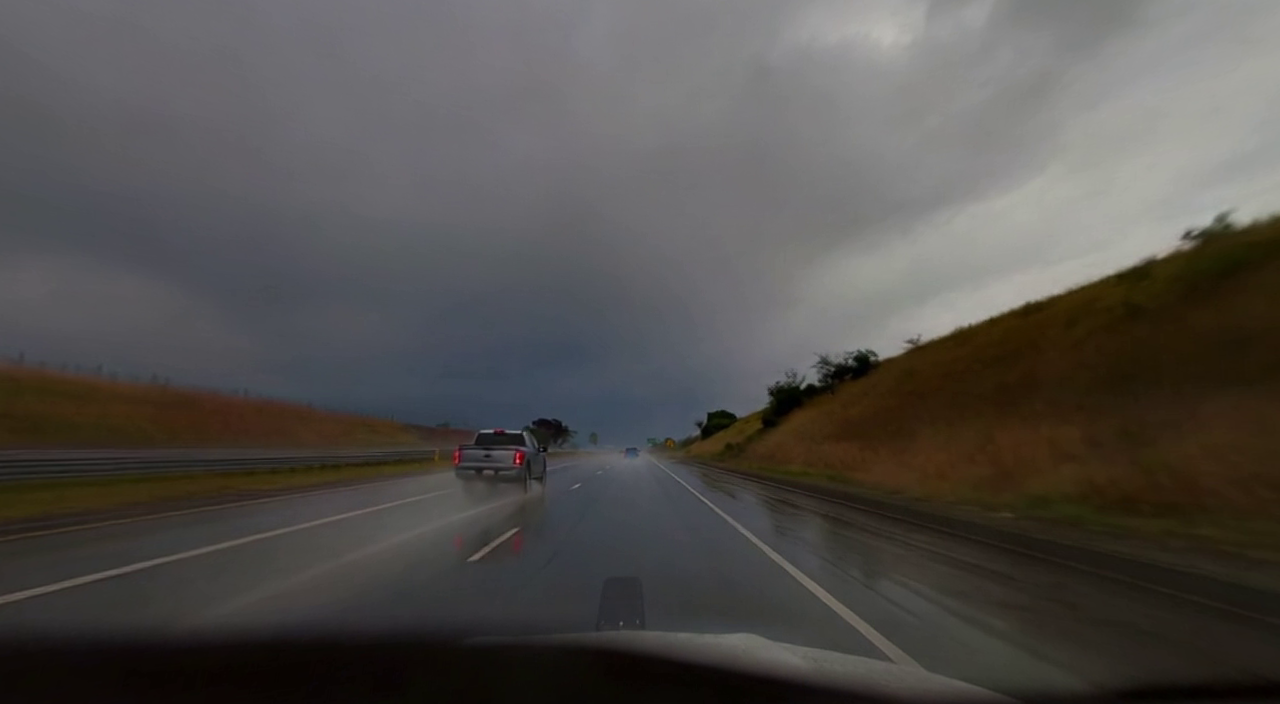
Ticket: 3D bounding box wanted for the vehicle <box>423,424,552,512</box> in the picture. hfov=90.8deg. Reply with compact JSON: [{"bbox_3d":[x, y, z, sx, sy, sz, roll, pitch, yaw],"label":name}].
[{"bbox_3d":[-3.567,2.825,15.807,1.942,1.828,4.868,0,-9,1],"label":"vehicle"}]
